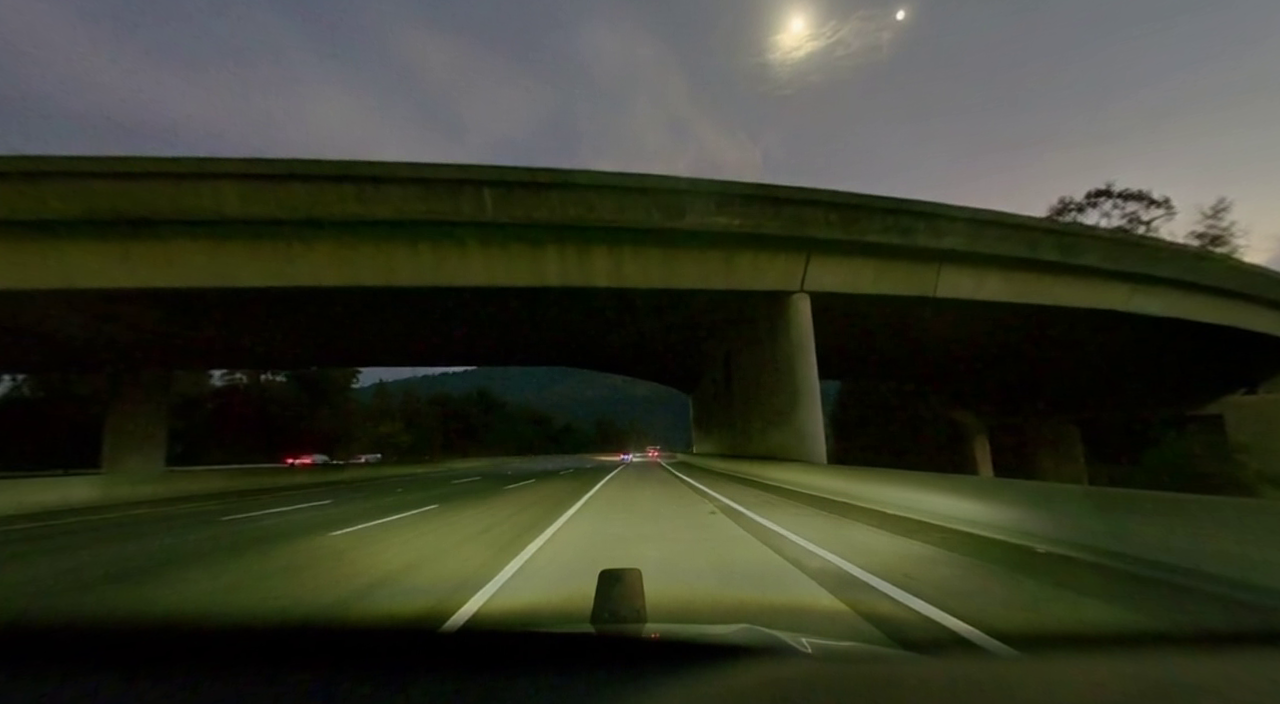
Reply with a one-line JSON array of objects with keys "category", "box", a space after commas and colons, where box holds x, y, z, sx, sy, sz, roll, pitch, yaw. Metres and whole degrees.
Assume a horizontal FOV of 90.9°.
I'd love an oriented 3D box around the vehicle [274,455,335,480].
[{"category": "vehicle", "box": [-24.055, 8.287, 45.346, 1.817, 1.626, 4.551, 0, -9, 1]}]
